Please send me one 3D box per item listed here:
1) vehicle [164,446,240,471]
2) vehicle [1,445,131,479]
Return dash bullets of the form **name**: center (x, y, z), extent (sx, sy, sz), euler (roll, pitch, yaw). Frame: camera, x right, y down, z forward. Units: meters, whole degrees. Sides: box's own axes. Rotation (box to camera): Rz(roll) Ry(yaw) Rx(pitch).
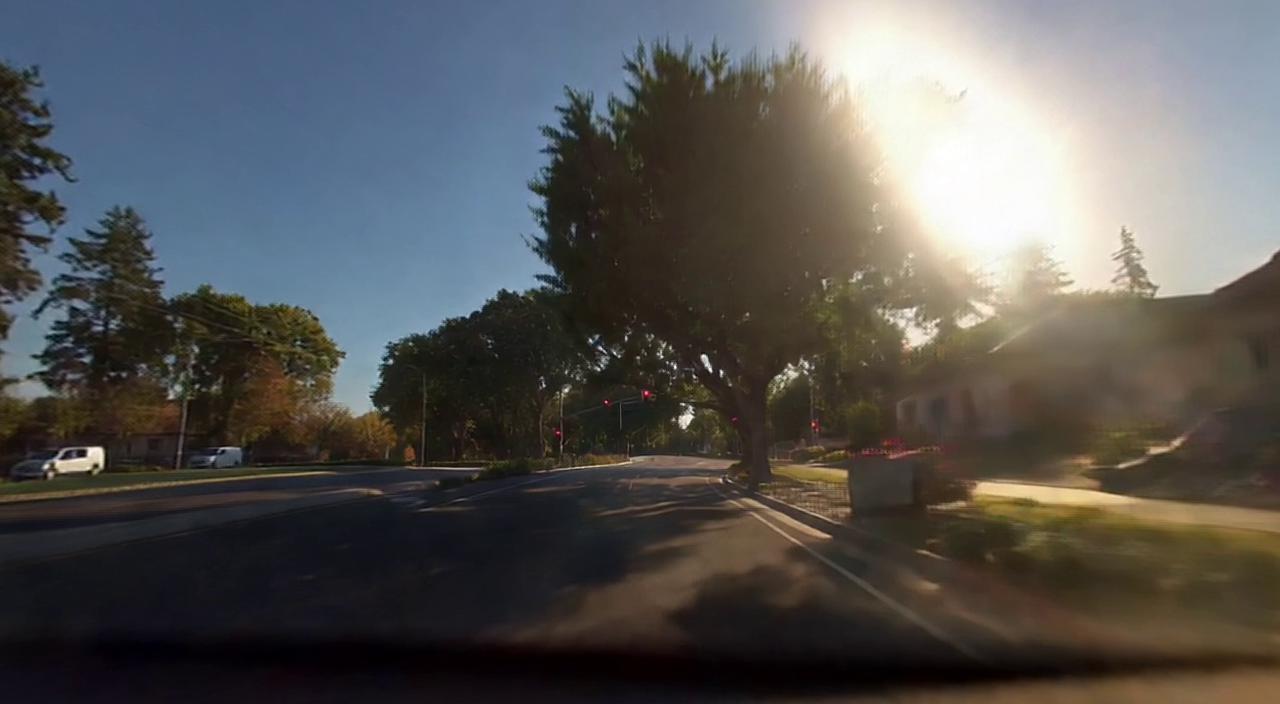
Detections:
- **vehicle**: center (-33.343, 8.065, 48.208), extent (1.913, 1.779, 4.959), euler (-1, -8, 5)
- **vehicle**: center (-34.221, 6.561, 37.902), extent (2.136, 1.862, 5.788), euler (-1, -8, 4)
